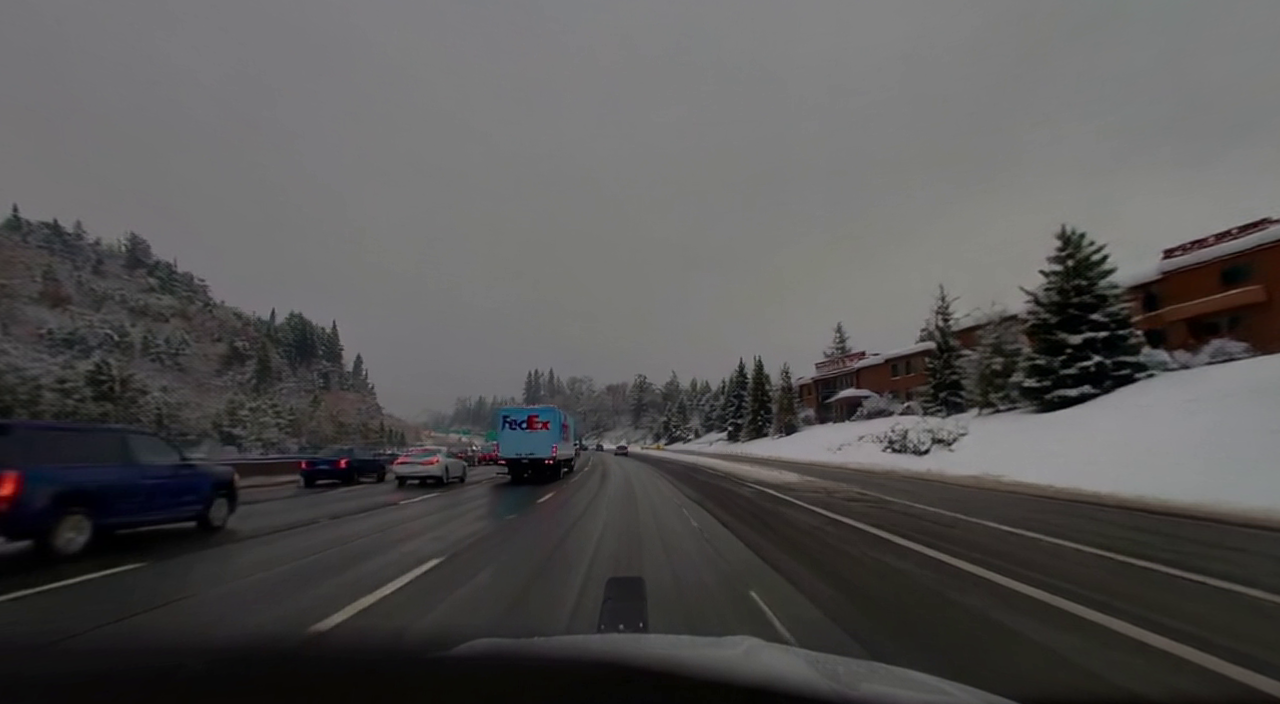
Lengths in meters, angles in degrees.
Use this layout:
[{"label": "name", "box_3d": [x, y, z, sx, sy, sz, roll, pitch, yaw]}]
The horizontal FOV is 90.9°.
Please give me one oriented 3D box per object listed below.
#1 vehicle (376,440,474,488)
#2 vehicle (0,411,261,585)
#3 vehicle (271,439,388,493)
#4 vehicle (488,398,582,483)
[{"label": "vehicle", "box_3d": [-8.017, 4.187, 24.047, 2.143, 1.628, 4.559, 0, -8, 0]}, {"label": "vehicle", "box_3d": [-7.784, 1.762, 8.252, 2.461, 1.767, 4.991, 0, -8, 1]}, {"label": "vehicle", "box_3d": [-11.627, 4.256, 24.066, 2.021, 1.669, 4.794, 3, -7, 0]}, {"label": "vehicle", "box_3d": [-4.323, 3.894, 27.713, 2.798, 3.212, 7.573, 0, -8, 0]}]
